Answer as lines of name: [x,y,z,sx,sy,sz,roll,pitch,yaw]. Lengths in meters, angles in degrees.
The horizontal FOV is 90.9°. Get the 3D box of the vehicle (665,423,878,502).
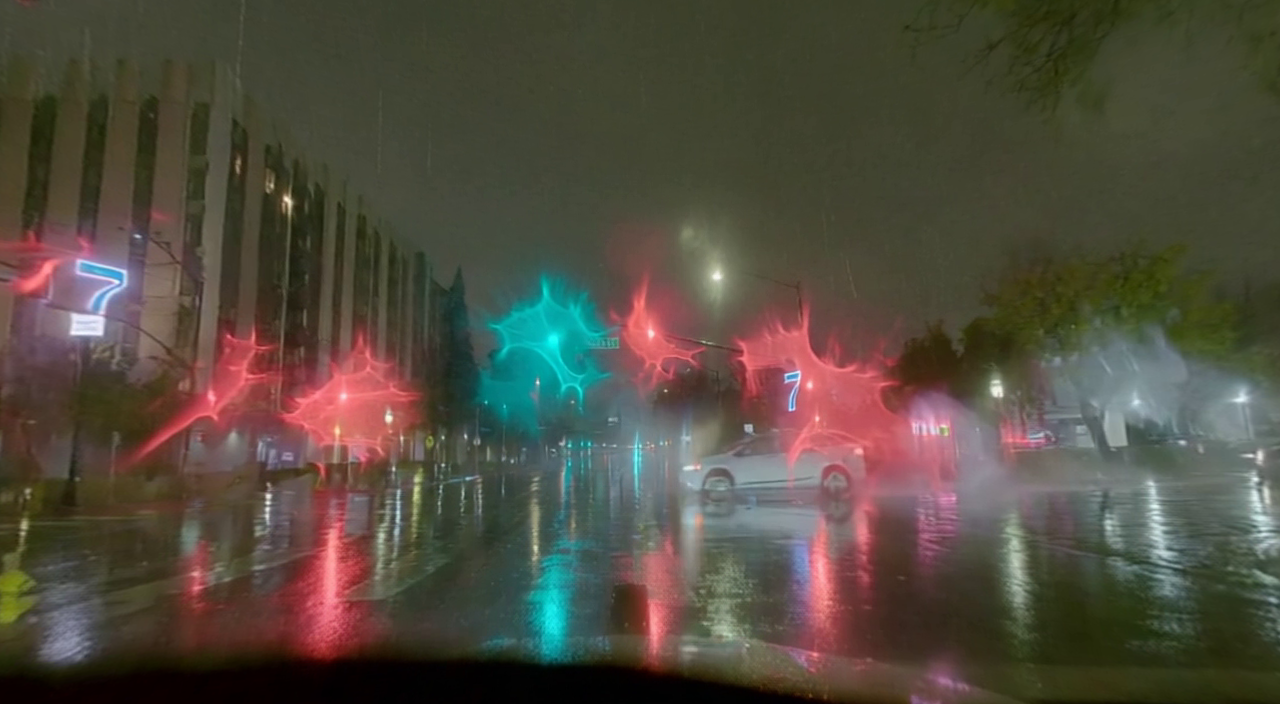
vehicle: [3.081,2.720,15.674,4.836,1.795,1.957,0,-8,1]
